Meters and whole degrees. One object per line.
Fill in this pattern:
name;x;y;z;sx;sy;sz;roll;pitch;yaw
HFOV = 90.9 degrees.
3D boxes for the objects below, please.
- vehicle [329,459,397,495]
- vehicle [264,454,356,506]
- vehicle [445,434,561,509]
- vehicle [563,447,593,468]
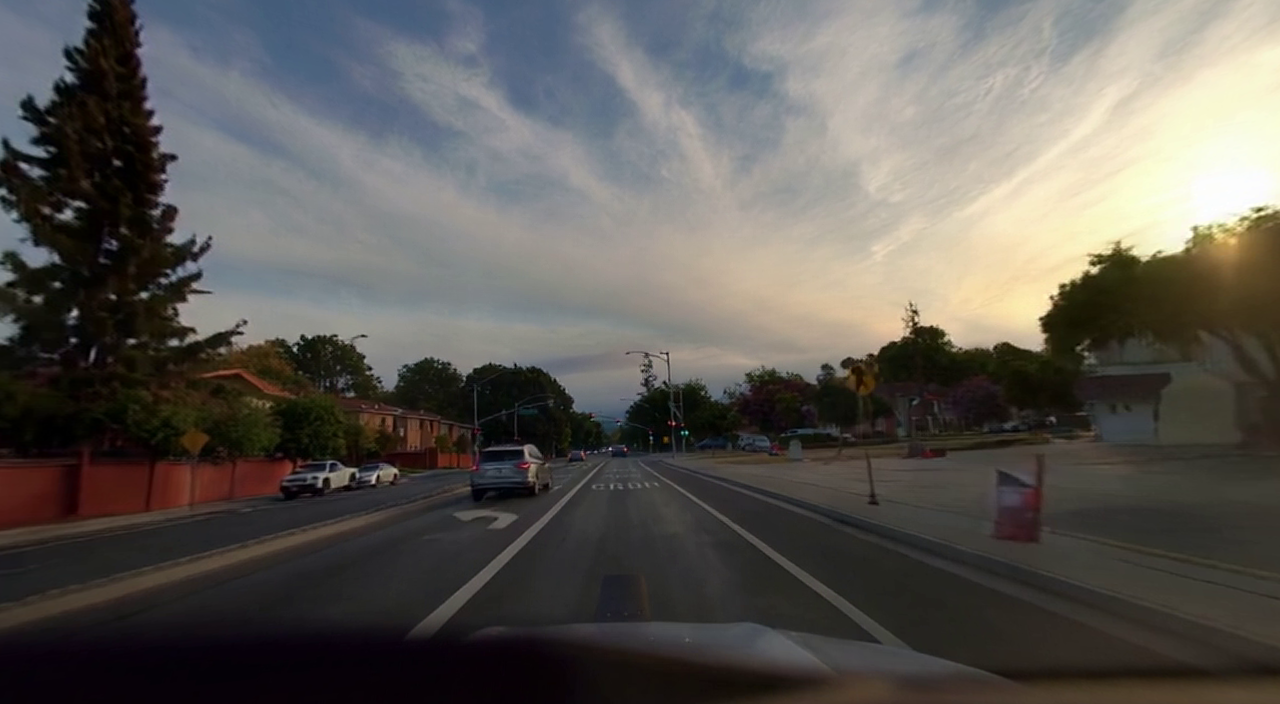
vehicle;-15.065;6.779;34.500;1.860;1.490;4.542;-4;-7;-2
vehicle;-14.792;5.705;28.605;1.972;1.887;4.777;-3;-7;-5
vehicle;-3.455;3.115;16.941;2.084;1.701;4.734;0;-8;0
vehicle;-4.838;8.277;49.625;2.060;1.530;4.121;0;-8;-1
